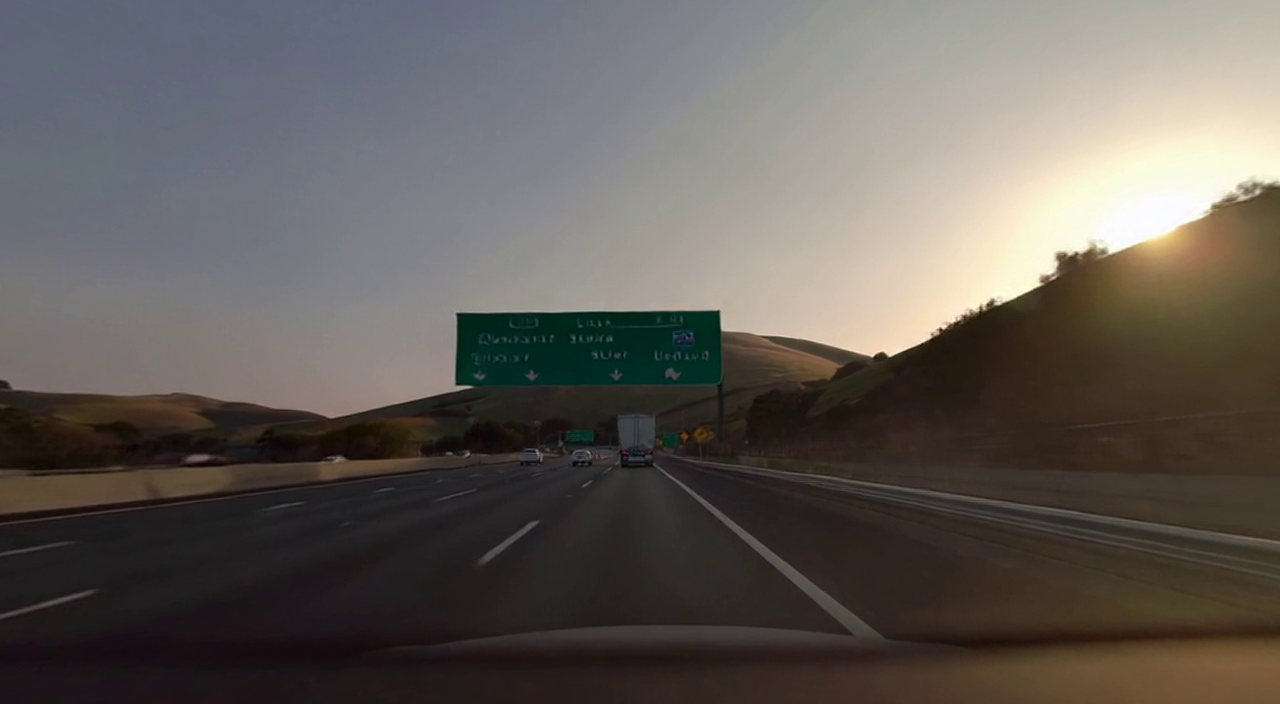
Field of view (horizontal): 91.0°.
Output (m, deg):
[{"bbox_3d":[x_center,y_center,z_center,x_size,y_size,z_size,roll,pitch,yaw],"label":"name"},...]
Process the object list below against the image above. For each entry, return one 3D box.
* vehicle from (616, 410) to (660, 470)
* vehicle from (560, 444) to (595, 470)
[{"bbox_3d":[-0.076,6.947,49.245,3.039,4.131,11.822,0,-9,0],"label":"vehicle"},{"bbox_3d":[-4.295,7.332,44.198,2.053,1.746,4.508,0,-9,-1],"label":"vehicle"}]
